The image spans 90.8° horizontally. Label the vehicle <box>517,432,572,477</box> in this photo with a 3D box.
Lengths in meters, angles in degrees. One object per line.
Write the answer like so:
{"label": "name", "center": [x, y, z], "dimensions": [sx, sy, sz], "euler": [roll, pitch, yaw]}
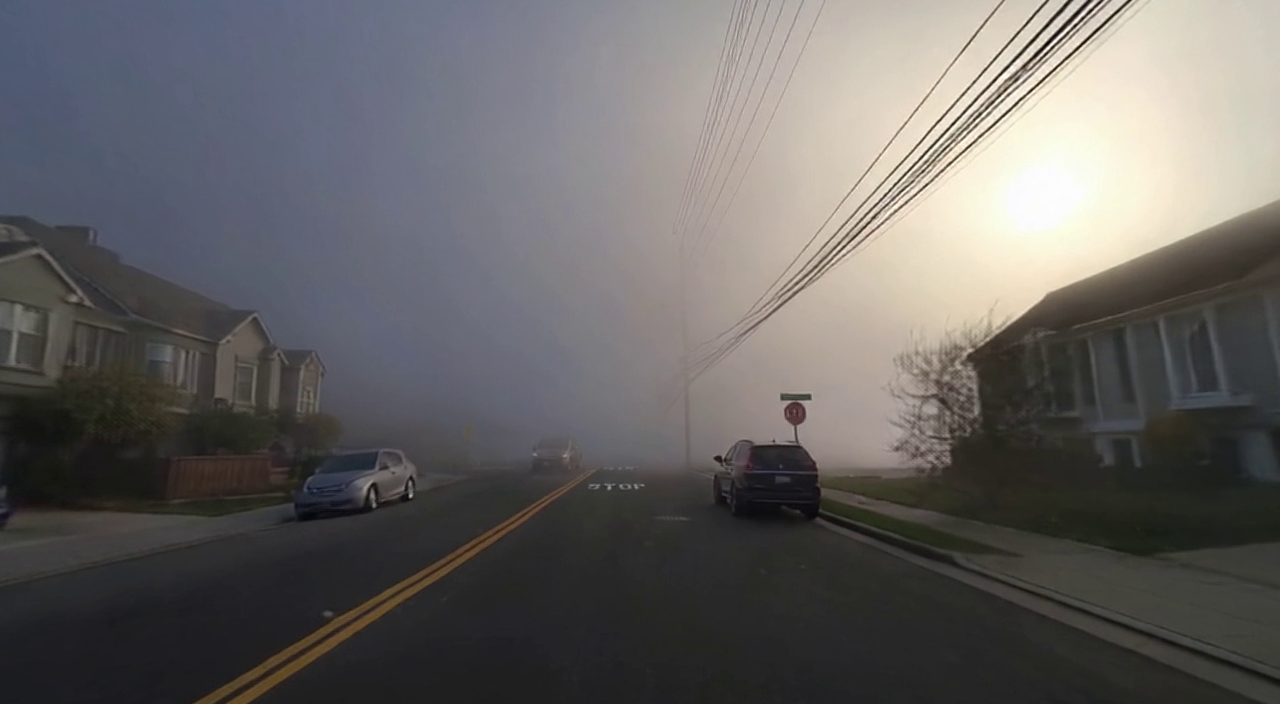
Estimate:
{"label": "vehicle", "center": [-4.401, 4.799, 29.805], "dimensions": [2.277, 1.970, 4.512], "euler": [1, -8, -5]}

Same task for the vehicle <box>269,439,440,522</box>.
{"label": "vehicle", "center": [-6.983, 3.129, 16.160], "dimensions": [2.156, 1.728, 4.619], "euler": [-2, -8, 1]}

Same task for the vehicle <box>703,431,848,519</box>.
{"label": "vehicle", "center": [2.626, 2.514, 13.473], "dimensions": [2.080, 1.531, 4.415], "euler": [0, -8, -1]}
